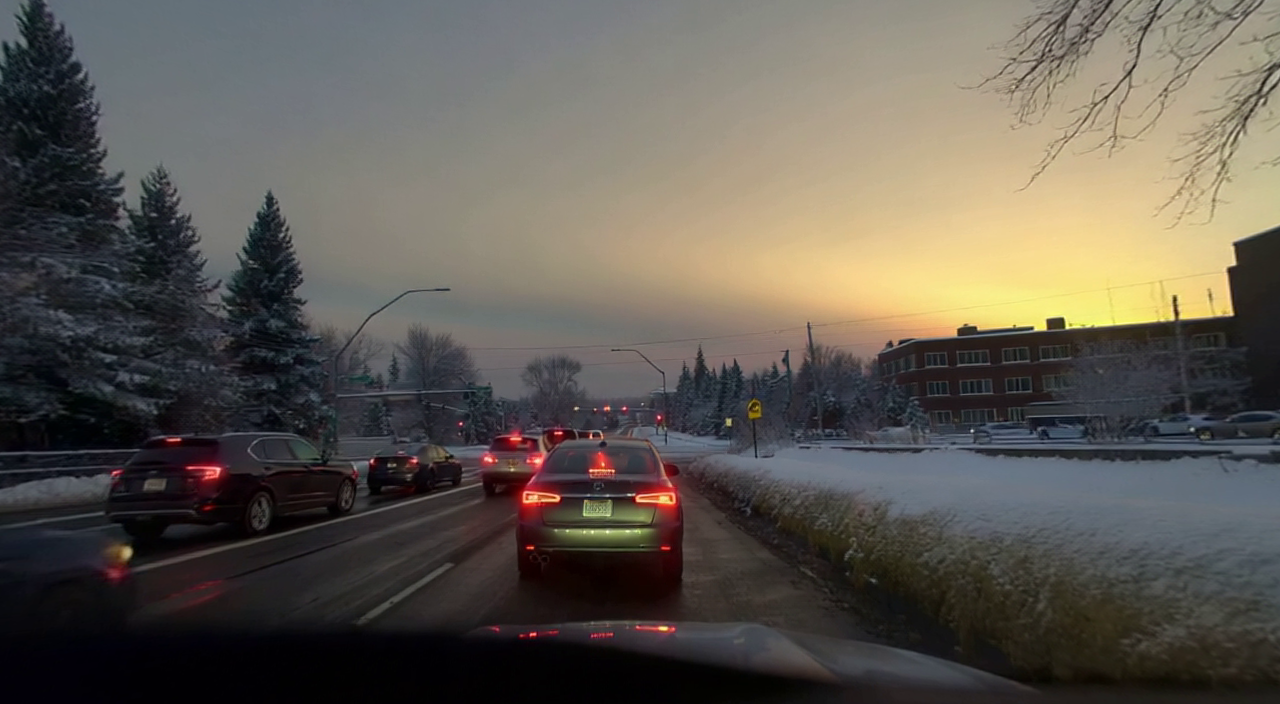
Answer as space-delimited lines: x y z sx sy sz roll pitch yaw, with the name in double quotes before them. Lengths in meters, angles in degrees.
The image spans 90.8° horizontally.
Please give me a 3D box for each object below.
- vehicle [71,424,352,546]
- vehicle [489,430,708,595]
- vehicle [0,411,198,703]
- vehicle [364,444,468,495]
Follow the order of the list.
"vehicle" -7.314 2.284 11.508 2.068 1.784 4.224 0 -9 1
"vehicle" -0.398 1.817 8.024 2.066 1.544 3.954 0 -9 0
"vehicle" -4.018 0.893 1.976 1.913 1.521 4.539 0 -9 1
"vehicle" -7.366 3.884 21.273 1.851 1.532 4.279 0 -9 1
